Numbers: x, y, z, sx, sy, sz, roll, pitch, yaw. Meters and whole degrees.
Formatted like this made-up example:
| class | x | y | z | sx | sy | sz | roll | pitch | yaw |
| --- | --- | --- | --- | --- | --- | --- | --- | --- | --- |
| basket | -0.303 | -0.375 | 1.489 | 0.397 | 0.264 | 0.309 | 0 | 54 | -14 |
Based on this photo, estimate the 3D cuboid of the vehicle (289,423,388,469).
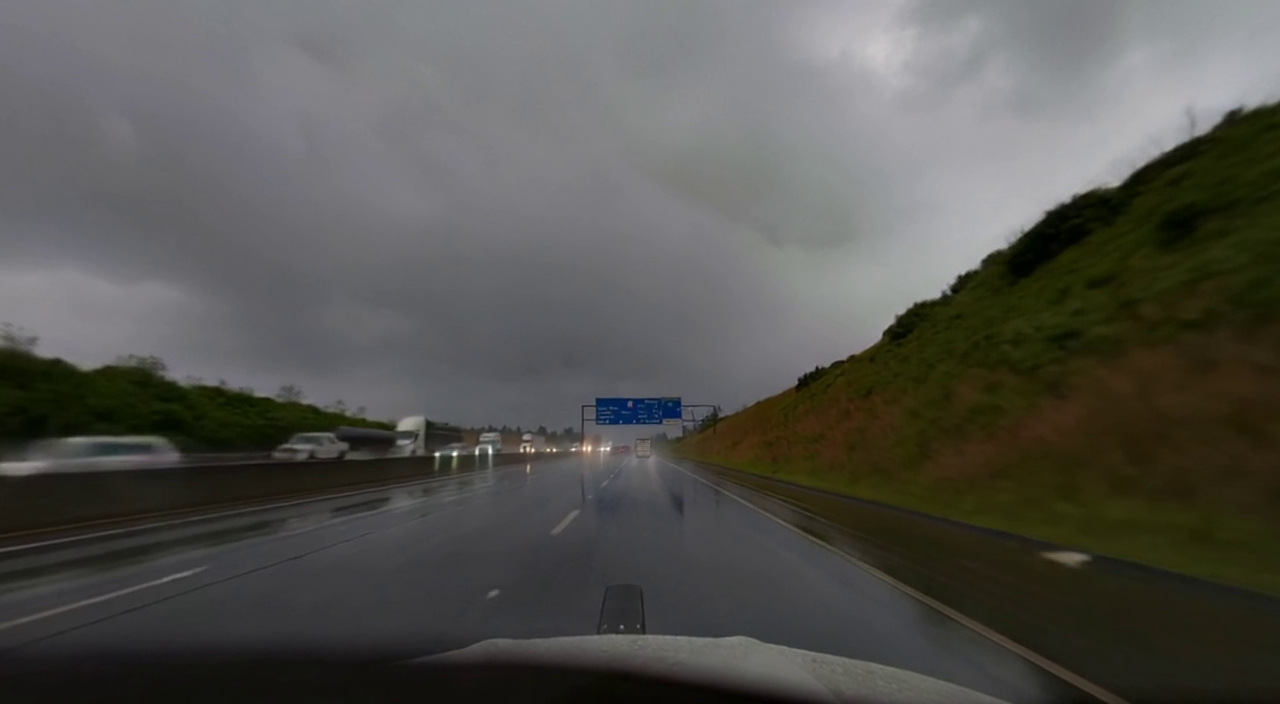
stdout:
| class | x | y | z | sx | sy | sz | roll | pitch | yaw |
| --- | --- | --- | --- | --- | --- | --- | --- | --- | --- |
| vehicle | -18.748 | 5.938 | 39.838 | 2.622 | 2.633 | 6.982 | 0 | -9 | 1 |

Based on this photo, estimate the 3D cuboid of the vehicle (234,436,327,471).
| class | x | y | z | sx | sy | sz | roll | pitch | yaw |
| --- | --- | --- | --- | --- | --- | --- | --- | --- | --- |
| vehicle | -18.680 | 5.317 | 33.063 | 2.040 | 1.677 | 4.753 | 0 | -9 | 0 |

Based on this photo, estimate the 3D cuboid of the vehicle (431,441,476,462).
| class | x | y | z | sx | sy | sz | roll | pitch | yaw |
| --- | --- | --- | --- | --- | --- | --- | --- | --- | --- |
| vehicle | -14.636 | 7.830 | 49.774 | 2.066 | 1.592 | 4.822 | 0 | -9 | 0 |

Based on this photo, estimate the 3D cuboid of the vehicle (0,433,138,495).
| class | x | y | z | sx | sy | sz | roll | pitch | yaw |
| --- | --- | --- | --- | --- | --- | --- | --- | --- | --- |
| vehicle | -16.377 | 3.003 | 17.151 | 1.918 | 1.483 | 4.211 | 0 | -9 | 1 |
